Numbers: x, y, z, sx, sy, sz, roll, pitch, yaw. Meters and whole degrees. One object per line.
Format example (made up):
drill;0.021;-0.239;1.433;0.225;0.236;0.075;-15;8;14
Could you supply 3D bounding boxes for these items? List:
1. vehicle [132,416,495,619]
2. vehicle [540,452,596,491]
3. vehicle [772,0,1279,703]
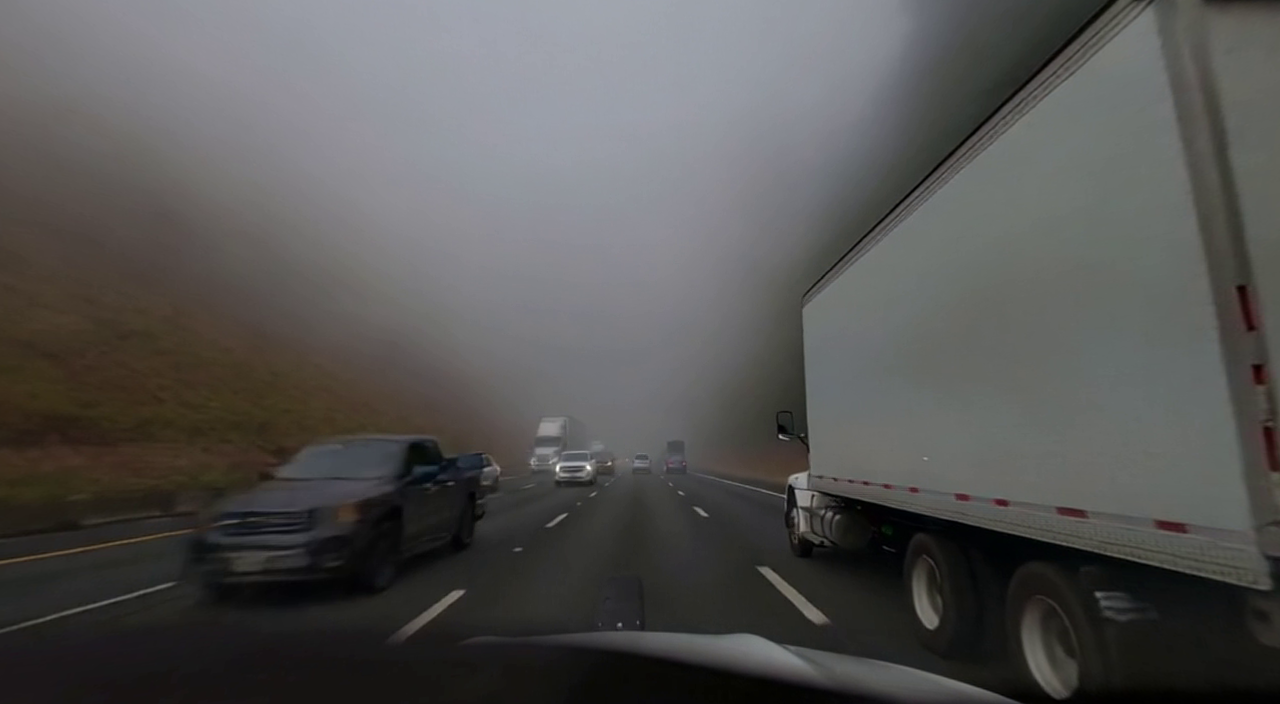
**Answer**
vehicle;-3.212;1.709;7.409;2.008;1.671;4.126;0;-9;0
vehicle;-3.158;5.283;28.295;2.005;1.598;3.684;0;-9;1
vehicle;3.231;0.251;5.121;2.959;3.973;5.928;0;-9;0
